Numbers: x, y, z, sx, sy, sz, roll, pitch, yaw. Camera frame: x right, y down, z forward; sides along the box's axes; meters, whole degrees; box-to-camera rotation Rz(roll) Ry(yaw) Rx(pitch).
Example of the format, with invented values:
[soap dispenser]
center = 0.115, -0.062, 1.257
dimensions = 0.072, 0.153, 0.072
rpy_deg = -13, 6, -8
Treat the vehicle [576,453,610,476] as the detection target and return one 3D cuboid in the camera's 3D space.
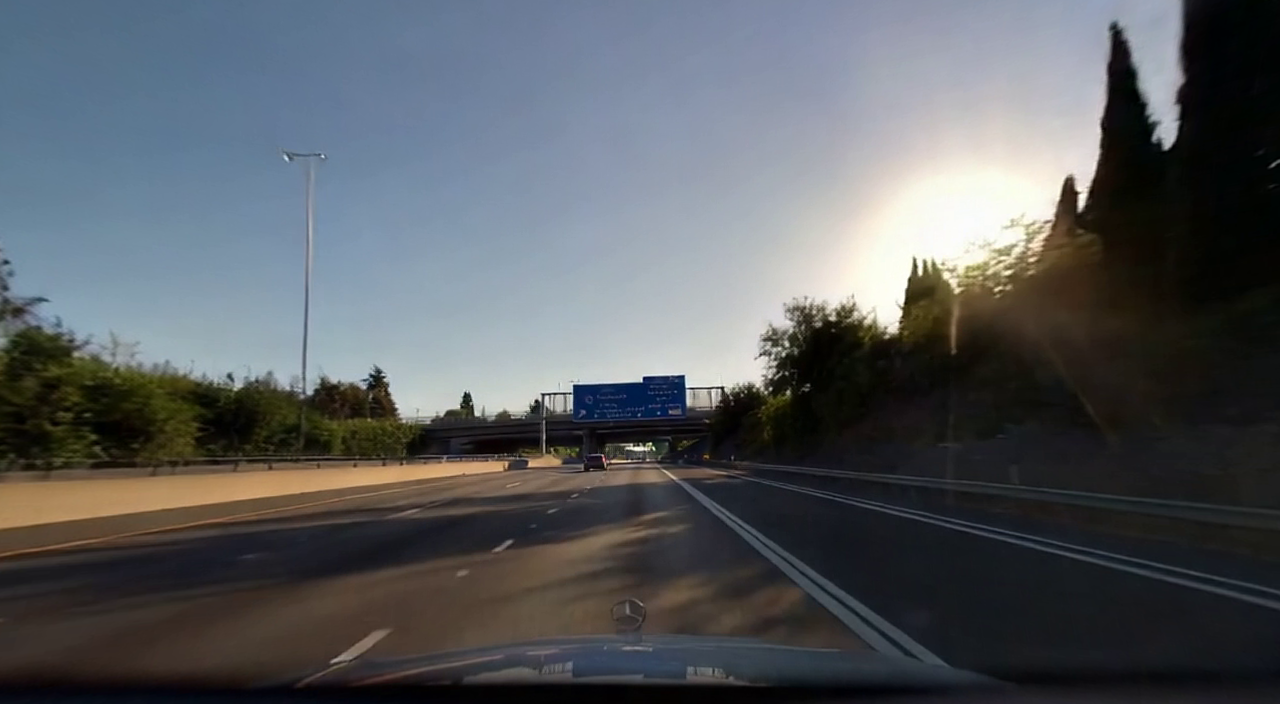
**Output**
[vehicle]
center = -3.284, 7.892, 44.557
dimensions = 2.041, 1.512, 3.996
rpy_deg = 0, -9, 1
